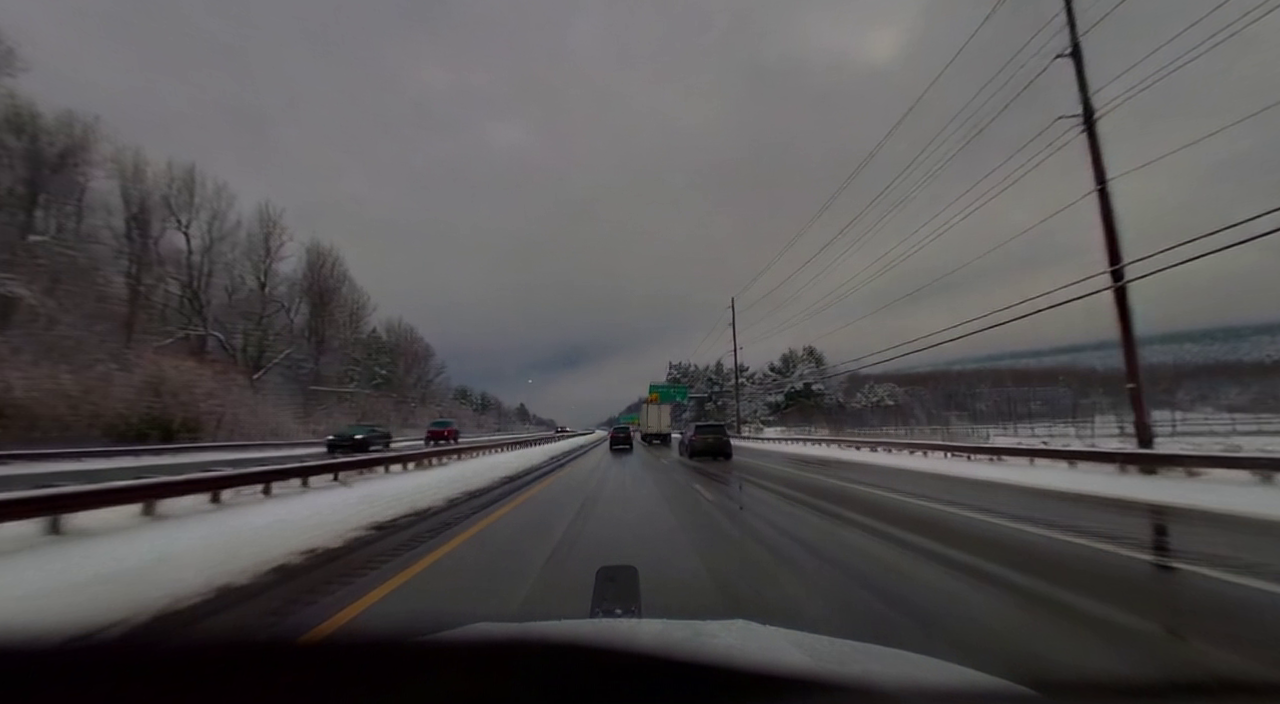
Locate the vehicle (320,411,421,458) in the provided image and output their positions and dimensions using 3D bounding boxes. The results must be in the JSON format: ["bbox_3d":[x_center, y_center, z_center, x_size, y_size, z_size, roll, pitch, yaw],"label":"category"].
[{"bbox_3d":[-9.879,3.095,23.447,1.937,1.573,4.369,0,-8,-2],"label":"vehicle"}]

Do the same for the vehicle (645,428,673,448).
[{"bbox_3d":[1.408,6.586,48.299,1.807,1.484,3.765,0,-8,-3],"label":"vehicle"}]

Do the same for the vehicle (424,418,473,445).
[{"bbox_3d":[-14.092,5.900,46.581,2.185,1.904,4.842,0,-8,-1],"label":"vehicle"}]

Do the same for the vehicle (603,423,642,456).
[{"bbox_3d":[-0.938,4.746,34.152,2.019,1.642,3.790,0,-8,-1],"label":"vehicle"}]

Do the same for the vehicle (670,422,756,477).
[{"bbox_3d":[2.229,3.122,20.334,2.062,1.581,3.914,0,-8,-4],"label":"vehicle"}]
